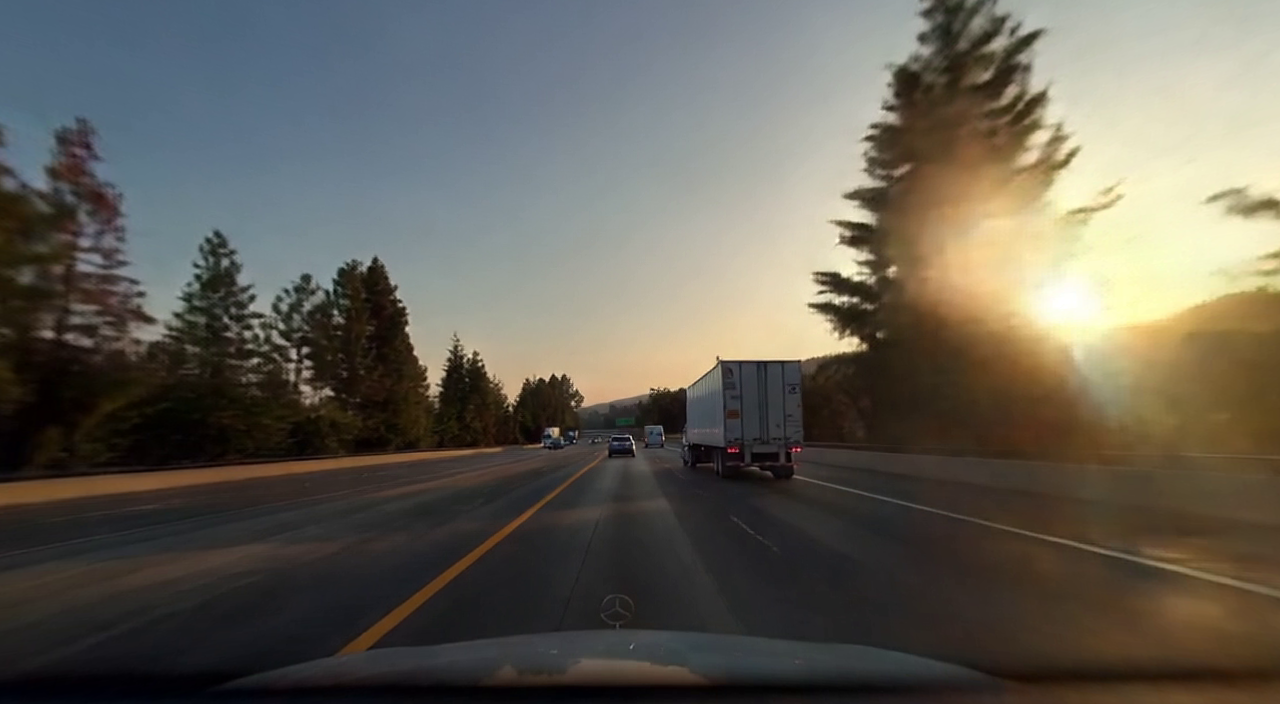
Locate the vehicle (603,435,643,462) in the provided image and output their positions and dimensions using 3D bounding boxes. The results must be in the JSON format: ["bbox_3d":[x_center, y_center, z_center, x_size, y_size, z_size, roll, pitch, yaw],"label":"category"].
[{"bbox_3d":[-0.995,5.660,37.286,2.259,1.466,3.693,0,-8,-1],"label":"vehicle"}]

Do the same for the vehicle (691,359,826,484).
[{"bbox_3d":[3.682,2.495,21.996,2.921,3.526,8.207,0,-8,-1],"label":"vehicle"}]
